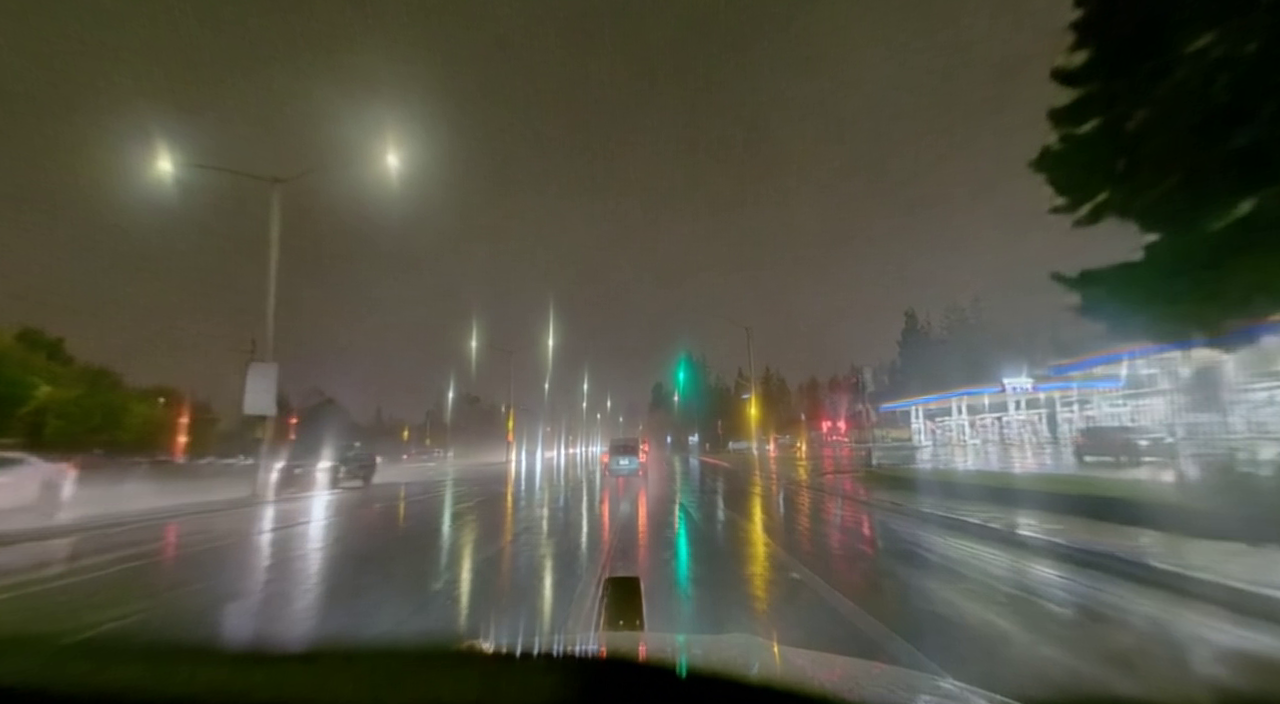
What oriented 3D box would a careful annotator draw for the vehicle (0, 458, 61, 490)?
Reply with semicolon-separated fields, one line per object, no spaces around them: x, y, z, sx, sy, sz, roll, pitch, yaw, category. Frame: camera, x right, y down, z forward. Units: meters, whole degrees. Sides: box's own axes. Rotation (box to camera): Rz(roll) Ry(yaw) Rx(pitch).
-33.507;6.371;32.977;4.377;1.521;1.965;0;-8;1;vehicle

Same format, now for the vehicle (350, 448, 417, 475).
-15.455;6.599;38.227;1.960;1.508;4.794;0;-8;1;vehicle

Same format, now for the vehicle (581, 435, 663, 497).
-0.441;3.157;17.903;2.062;1.519;4.214;0;-8;0;vehicle

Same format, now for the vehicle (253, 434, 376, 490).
-12.657;4.287;24.946;2.161;1.950;4.962;0;-8;0;vehicle
